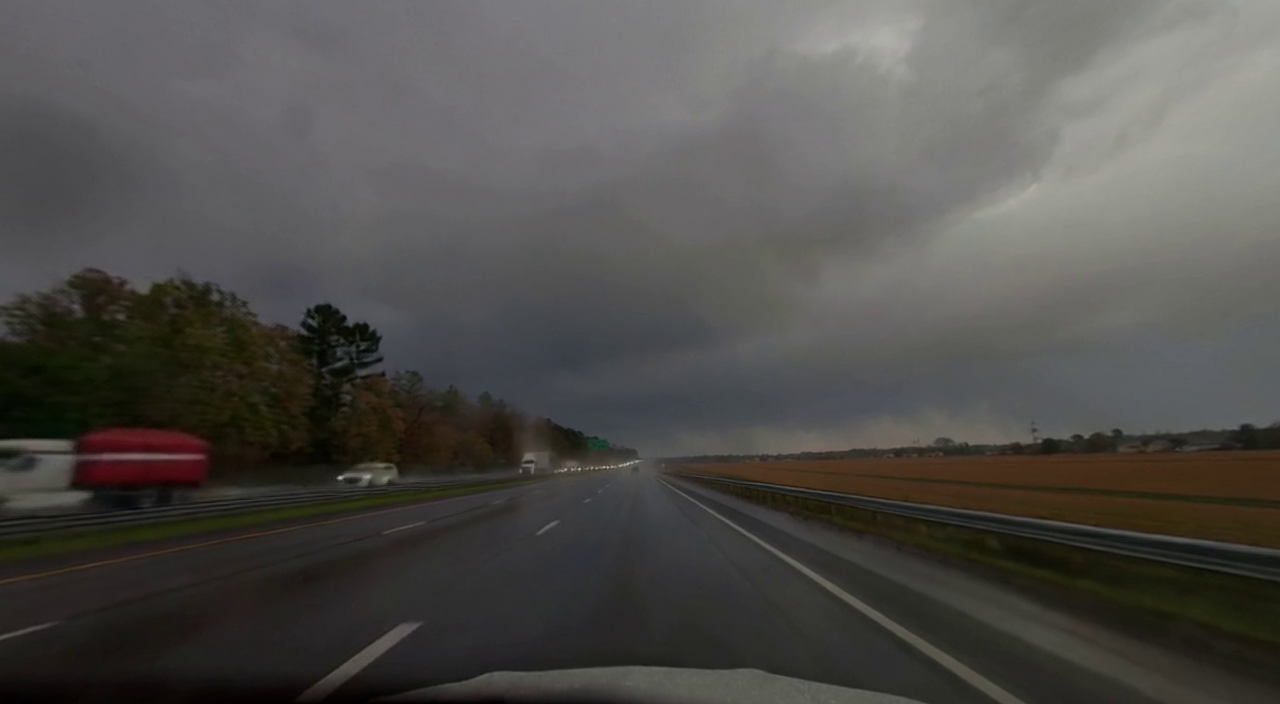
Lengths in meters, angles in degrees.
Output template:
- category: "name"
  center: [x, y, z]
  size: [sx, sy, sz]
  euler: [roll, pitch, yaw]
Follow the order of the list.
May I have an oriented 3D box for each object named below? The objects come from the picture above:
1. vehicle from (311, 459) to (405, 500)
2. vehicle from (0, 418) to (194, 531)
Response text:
- category: "vehicle"
  center: [-12.028, 5.472, 27.249]
  size: [1.928, 1.546, 4.475]
  euler: [1, -10, 0]
- category: "vehicle"
  center: [-16.478, 3.474, 18.204]
  size: [2.614, 2.682, 5.913]
  euler: [1, -10, 1]
